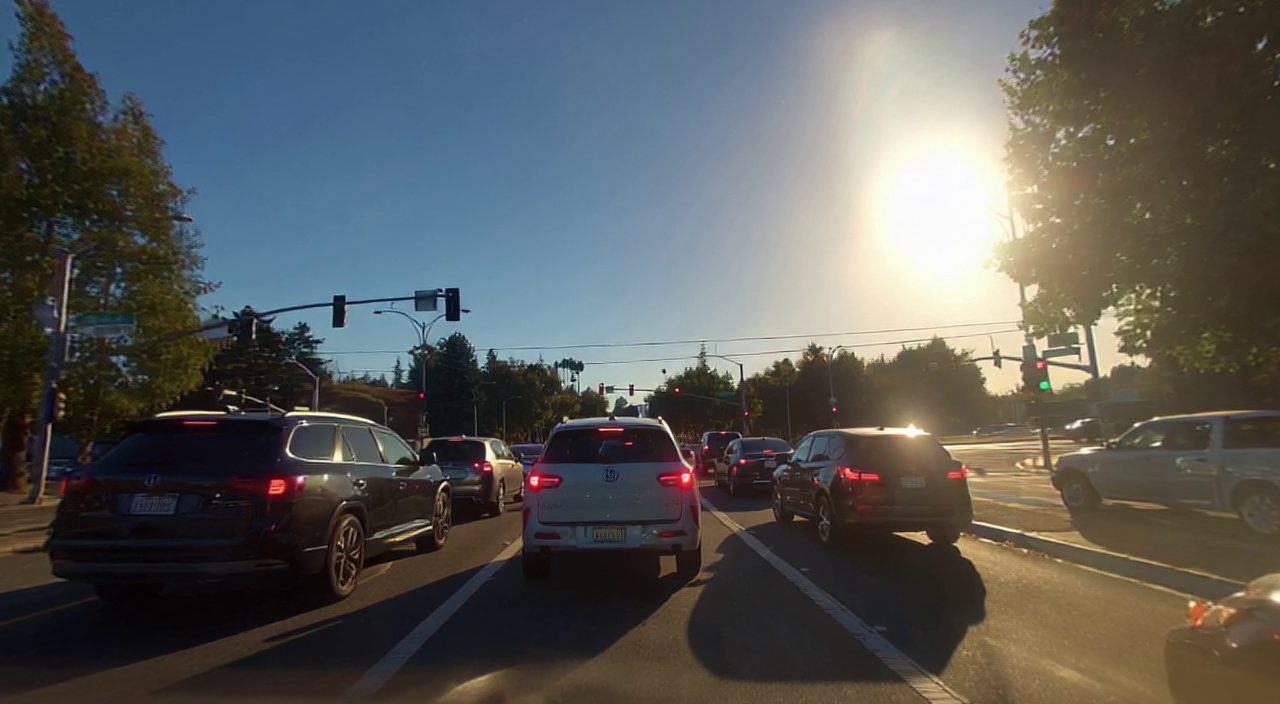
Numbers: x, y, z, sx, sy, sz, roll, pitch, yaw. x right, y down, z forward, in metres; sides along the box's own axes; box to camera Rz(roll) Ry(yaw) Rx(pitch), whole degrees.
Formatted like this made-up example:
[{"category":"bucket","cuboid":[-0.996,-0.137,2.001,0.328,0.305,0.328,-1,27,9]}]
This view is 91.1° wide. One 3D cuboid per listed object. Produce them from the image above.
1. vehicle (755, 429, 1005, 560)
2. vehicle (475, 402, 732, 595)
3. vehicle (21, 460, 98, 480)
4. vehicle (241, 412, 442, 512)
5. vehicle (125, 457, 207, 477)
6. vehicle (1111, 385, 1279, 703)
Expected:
[{"category":"vehicle","cuboid":[3.167,1.972,9.495,1.971,1.473,4.495,0,-8,0]},{"category":"vehicle","cuboid":[-0.308,1.591,7.634,2.256,1.694,4.055,0,-8,0]},{"category":"vehicle","cuboid":[-45.652,9.275,49.412,4.232,1.498,1.791,0,-8,1]},{"category":"vehicle","cuboid":[-6.711,2.557,15.000,2.214,1.953,5.017,0,-8,1]},{"category":"vehicle","cuboid":[-37.308,9.055,49.488,4.914,1.487,1.850,0,-8,0]},{"category":"vehicle","cuboid":[3.309,0.671,0.842,1.980,1.515,4.362,0,-8,1]}]
